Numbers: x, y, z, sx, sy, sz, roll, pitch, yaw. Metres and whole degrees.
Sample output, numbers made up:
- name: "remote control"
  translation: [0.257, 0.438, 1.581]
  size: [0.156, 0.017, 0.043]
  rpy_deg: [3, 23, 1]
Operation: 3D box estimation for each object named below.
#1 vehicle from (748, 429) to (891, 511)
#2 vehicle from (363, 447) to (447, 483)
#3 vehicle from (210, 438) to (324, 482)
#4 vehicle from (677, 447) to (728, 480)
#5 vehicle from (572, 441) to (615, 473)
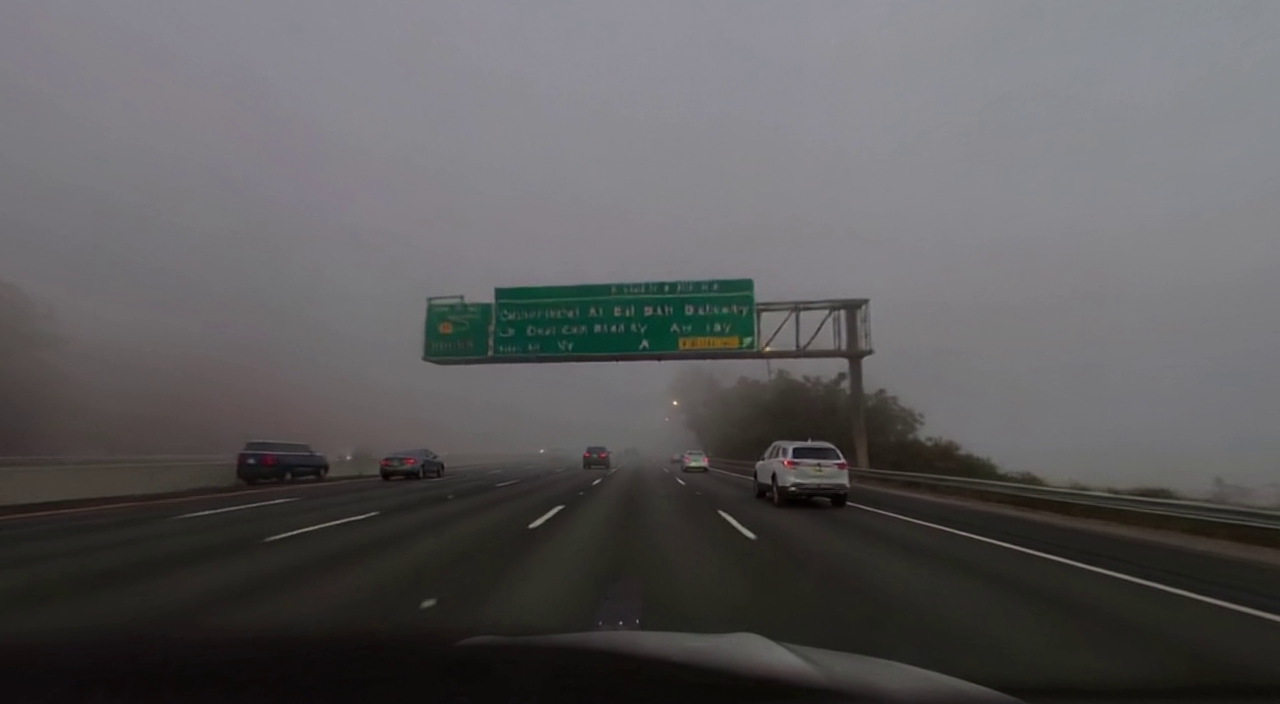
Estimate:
- name: "vehicle"
  translation: [4.321, 2.939, 16.178]
  size: [2.218, 1.776, 4.807]
  rpy_deg: [0, -9, 0]
- name: "vehicle"
  translation: [-10.461, 5.061, 28.473]
  size: [1.974, 1.472, 4.684]
  rpy_deg: [0, -9, 0]
- name: "vehicle"
  translation: [-16.858, 4.882, 28.858]
  size: [2.181, 1.819, 4.830]
  rpy_deg: [0, -9, 1]
- name: "vehicle"
  translation: [3.051, 5.536, 31.520]
  size: [2.126, 1.529, 4.438]
  rpy_deg: [0, -9, 1]
- name: "vehicle"
  translation: [-2.967, 6.866, 41.383]
  size: [2.449, 1.929, 5.503]
  rpy_deg: [0, -9, 0]
